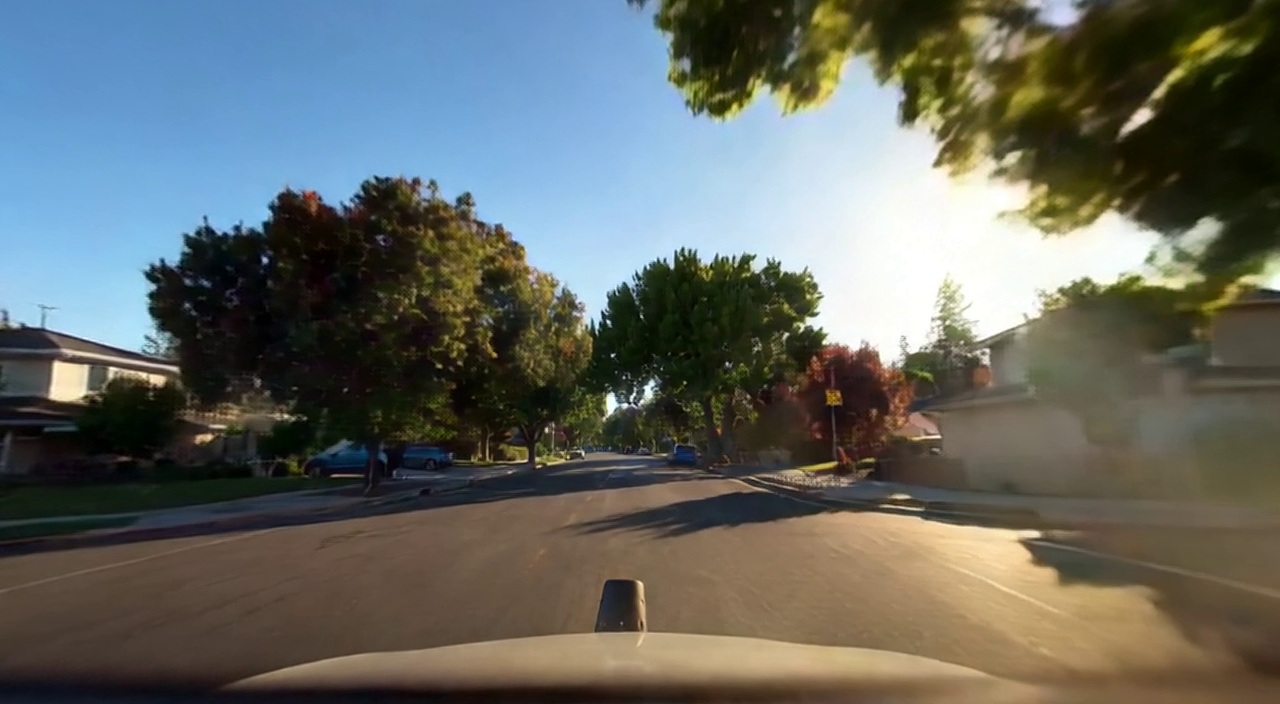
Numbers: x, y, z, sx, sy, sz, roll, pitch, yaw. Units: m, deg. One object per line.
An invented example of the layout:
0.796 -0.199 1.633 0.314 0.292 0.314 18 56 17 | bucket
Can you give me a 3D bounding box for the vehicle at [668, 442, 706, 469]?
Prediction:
3.012 6.727 41.081 2.114 1.633 4.042 0 -9 0 | vehicle
